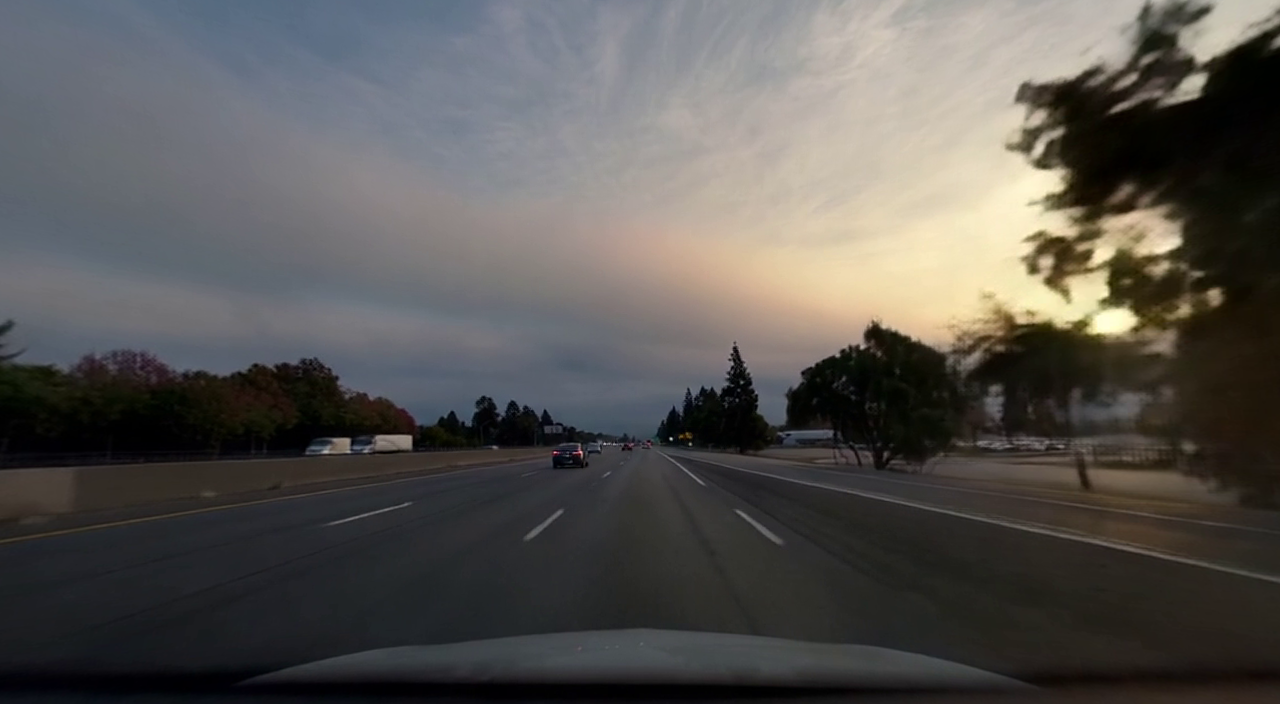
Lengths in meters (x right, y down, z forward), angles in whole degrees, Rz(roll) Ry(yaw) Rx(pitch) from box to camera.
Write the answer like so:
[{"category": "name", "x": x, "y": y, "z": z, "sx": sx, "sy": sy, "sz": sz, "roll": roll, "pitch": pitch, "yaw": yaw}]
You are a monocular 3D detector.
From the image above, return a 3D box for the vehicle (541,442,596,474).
[{"category": "vehicle", "x": -3.430, "y": 5.177, "z": 31.079, "sx": 2.128, "sy": 1.450, "sz": 4.078, "roll": 0, "pitch": -8, "yaw": 1}]
